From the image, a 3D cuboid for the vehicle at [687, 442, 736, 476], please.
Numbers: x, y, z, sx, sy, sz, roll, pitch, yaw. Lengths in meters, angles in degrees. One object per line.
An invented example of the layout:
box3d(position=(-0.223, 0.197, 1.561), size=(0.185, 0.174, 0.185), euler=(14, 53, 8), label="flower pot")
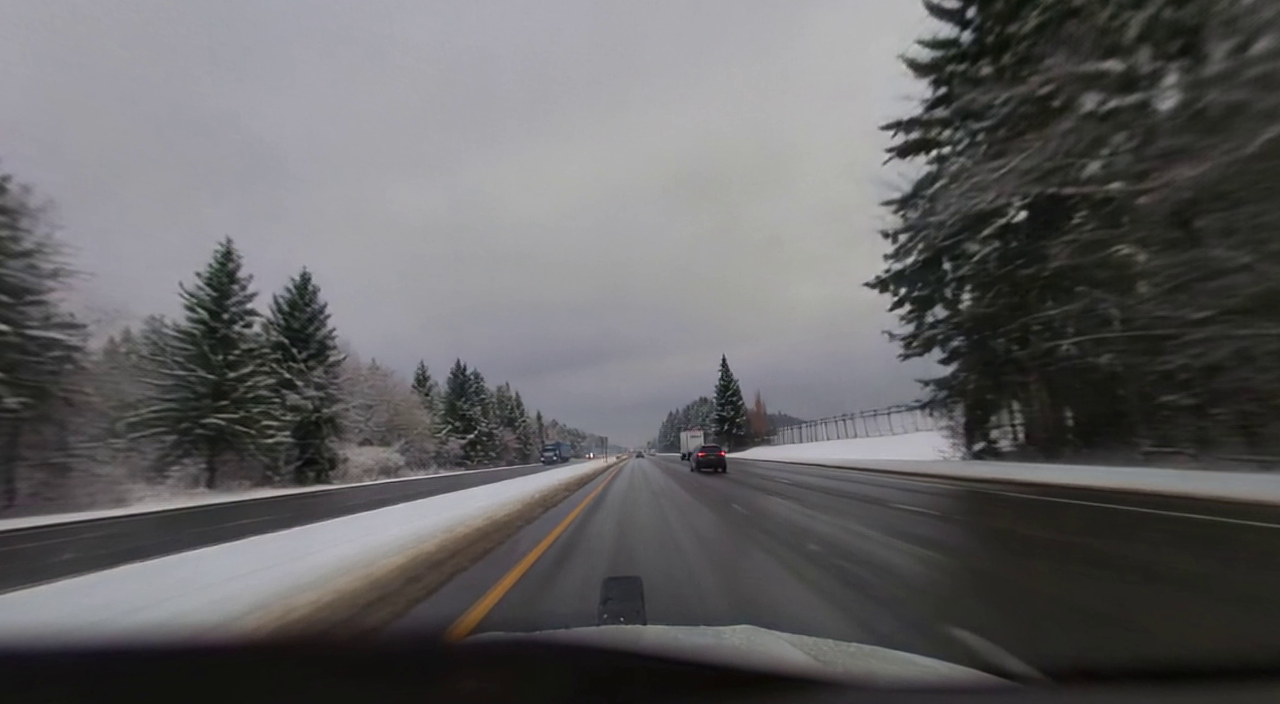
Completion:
box3d(position=(3.889, 5.915, 35.014), size=(2.093, 1.742, 4.167), euler=(0, -9, -1), label="vehicle")
